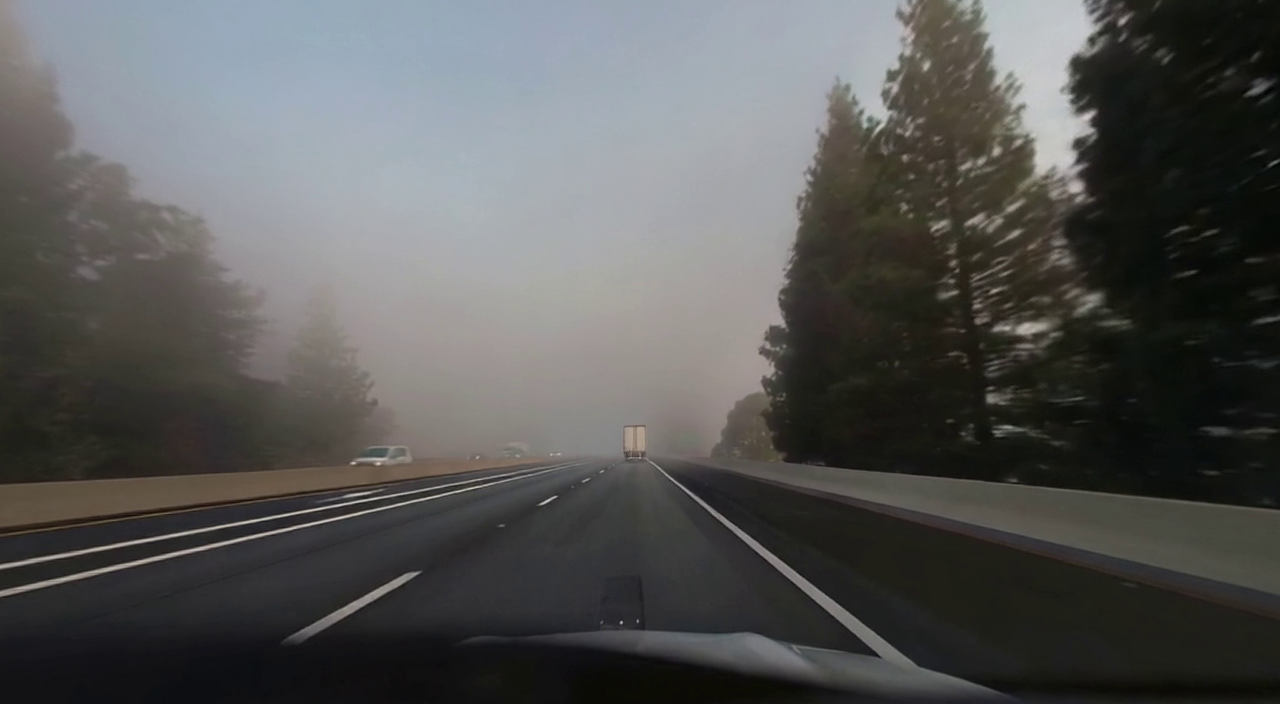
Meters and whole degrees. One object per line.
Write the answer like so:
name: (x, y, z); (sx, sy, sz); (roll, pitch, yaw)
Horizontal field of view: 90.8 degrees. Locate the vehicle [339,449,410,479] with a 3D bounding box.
vehicle: (-14.330, 6.042, 34.301); (2.014, 1.530, 4.306); (0, -9, -1)
